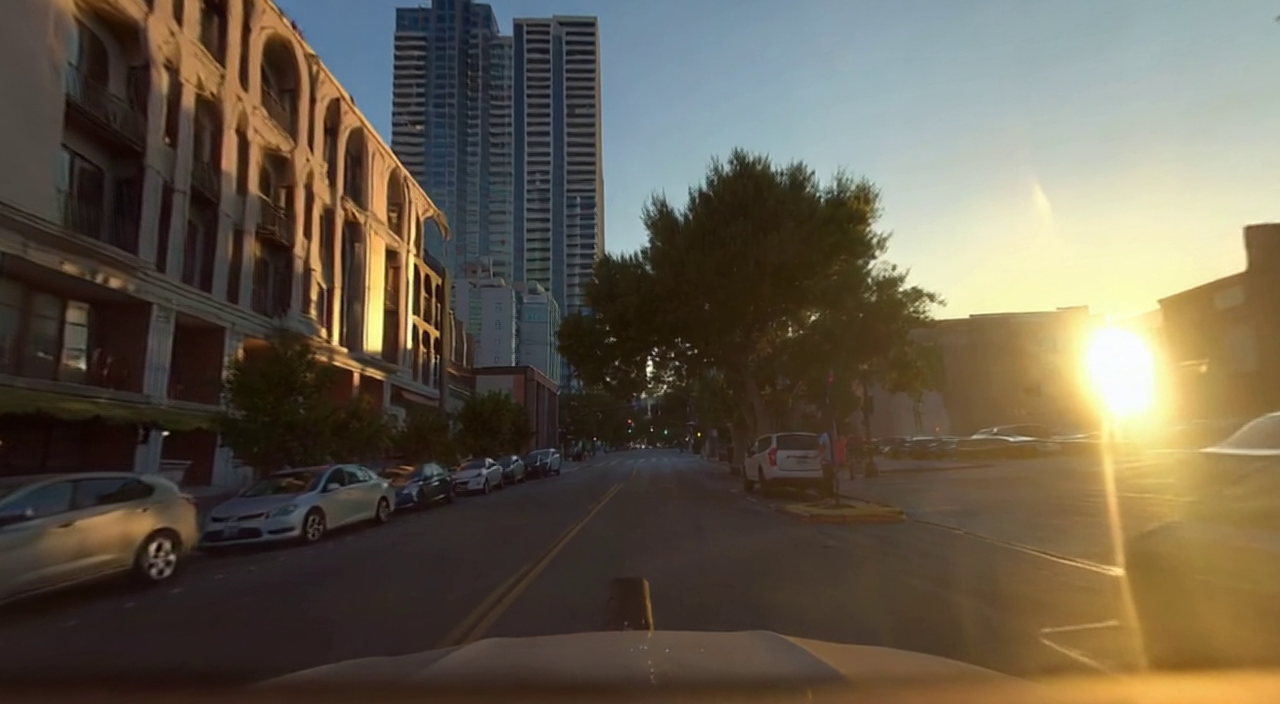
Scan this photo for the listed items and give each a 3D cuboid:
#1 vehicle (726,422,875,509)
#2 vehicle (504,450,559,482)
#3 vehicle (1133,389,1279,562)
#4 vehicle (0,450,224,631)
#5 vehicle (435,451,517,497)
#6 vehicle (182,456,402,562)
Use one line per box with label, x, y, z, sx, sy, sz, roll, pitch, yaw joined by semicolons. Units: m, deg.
vehicle;4.292;3.183;18.287;2.568;2.001;5.999;-2;-8;-1
vehicle;-5.945;6.274;35.084;2.270;1.539;4.855;-2;-8;-1
vehicle;9.393;1.414;7.598;4.772;1.876;2.400;-1;-9;1
vehicle;-6.918;1.893;6.530;2.123;1.596;4.659;-2;-8;-1
vehicle;-6.295;4.705;24.726;2.110;1.498;4.555;-2;-8;-1
vehicle;-6.700;3.003;12.911;1.944;1.574;4.717;-2;-8;-1
